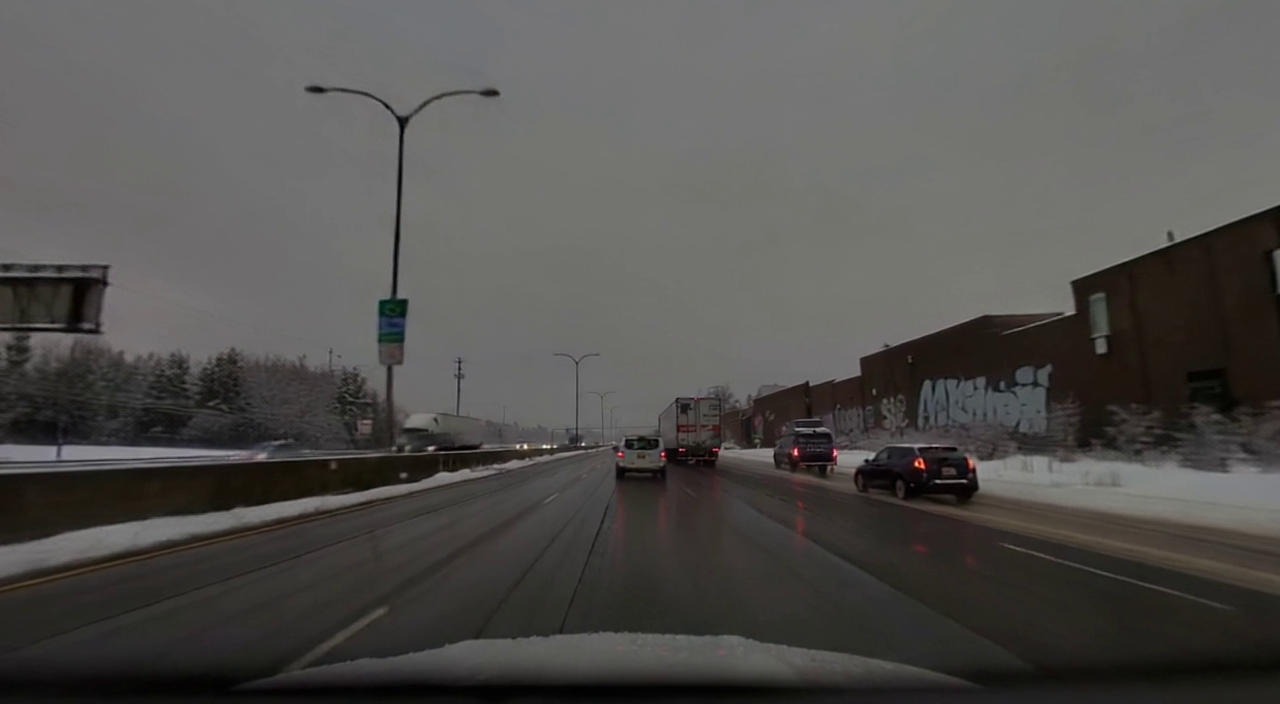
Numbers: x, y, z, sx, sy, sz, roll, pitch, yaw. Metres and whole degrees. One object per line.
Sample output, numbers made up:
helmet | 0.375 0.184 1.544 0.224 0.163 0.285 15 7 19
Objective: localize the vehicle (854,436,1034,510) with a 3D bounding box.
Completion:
vehicle | 6.954 2.800 15.163 1.915 1.476 4.677 0 -9 -1

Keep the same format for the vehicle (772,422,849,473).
vehicle | 8.687 4.983 32.877 2.322 2.360 6.433 0 -9 1

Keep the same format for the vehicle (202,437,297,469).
vehicle | -20.628 5.363 33.646 1.972 1.562 4.772 0 -9 0

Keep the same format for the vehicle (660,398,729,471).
vehicle | 3.036 5.130 38.592 2.976 3.806 10.591 0 -9 -2

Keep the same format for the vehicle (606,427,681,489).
vehicle | -0.040 3.599 21.648 2.249 1.843 5.176 0 -9 -3

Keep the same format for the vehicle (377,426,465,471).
vehicle | -10.591 4.735 31.050 2.470 1.992 5.196 0 -9 0
